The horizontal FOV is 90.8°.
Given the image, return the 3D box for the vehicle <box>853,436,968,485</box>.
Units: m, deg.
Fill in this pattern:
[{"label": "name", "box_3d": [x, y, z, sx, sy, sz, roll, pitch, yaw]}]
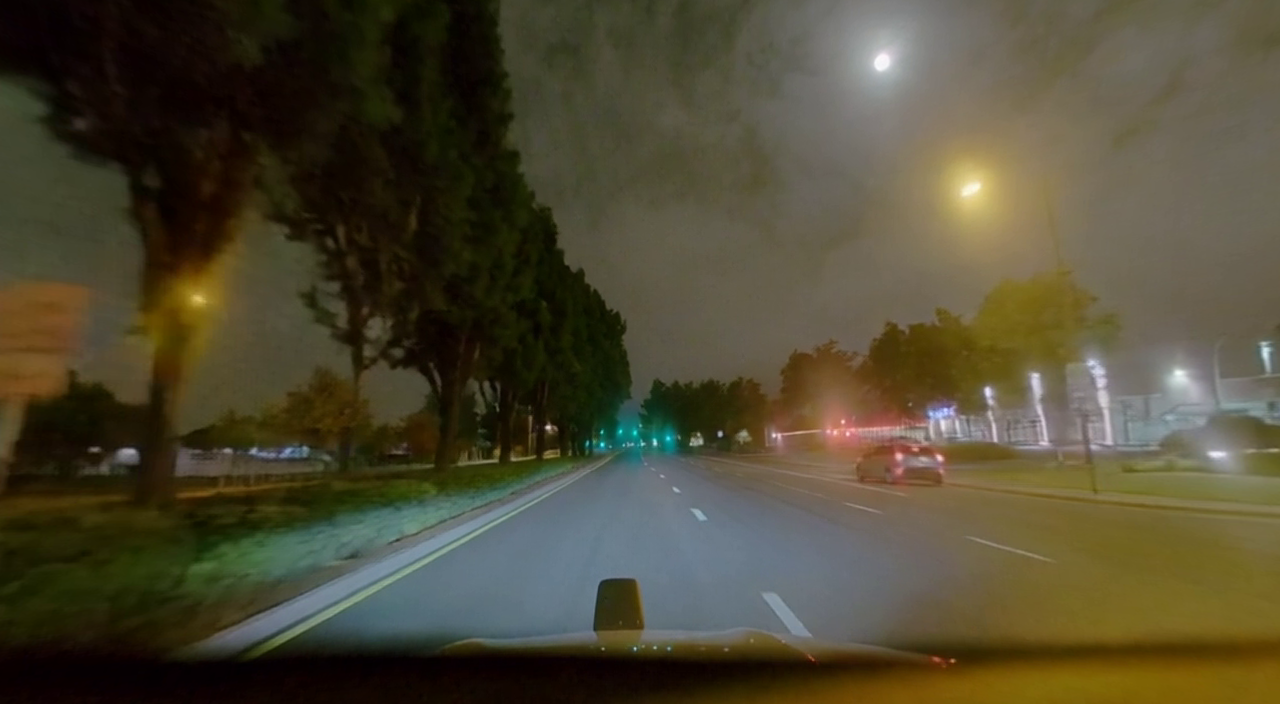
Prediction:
[{"label": "vehicle", "box_3d": [9.576, 3.864, 22.842, 1.981, 1.557, 4.456, 0, -9, -3]}]
